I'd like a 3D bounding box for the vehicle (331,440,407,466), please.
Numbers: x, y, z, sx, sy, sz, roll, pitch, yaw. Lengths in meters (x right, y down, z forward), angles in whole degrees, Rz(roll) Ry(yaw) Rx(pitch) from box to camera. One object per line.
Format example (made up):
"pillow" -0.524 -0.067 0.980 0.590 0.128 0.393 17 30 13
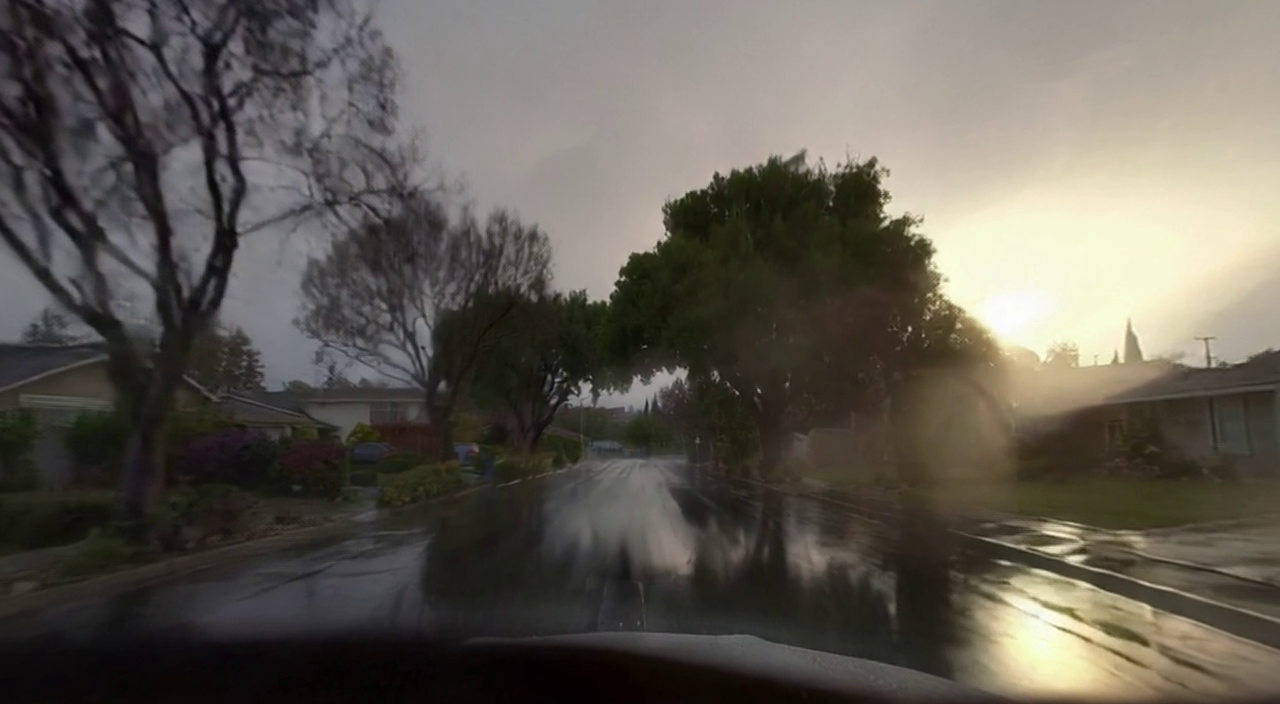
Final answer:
"vehicle" -19.308 7.248 45.161 4.359 1.789 2.123 0 -10 0

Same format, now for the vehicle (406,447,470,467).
"vehicle" -15.843 8.251 49.680 4.307 1.508 2.072 0 -10 1
